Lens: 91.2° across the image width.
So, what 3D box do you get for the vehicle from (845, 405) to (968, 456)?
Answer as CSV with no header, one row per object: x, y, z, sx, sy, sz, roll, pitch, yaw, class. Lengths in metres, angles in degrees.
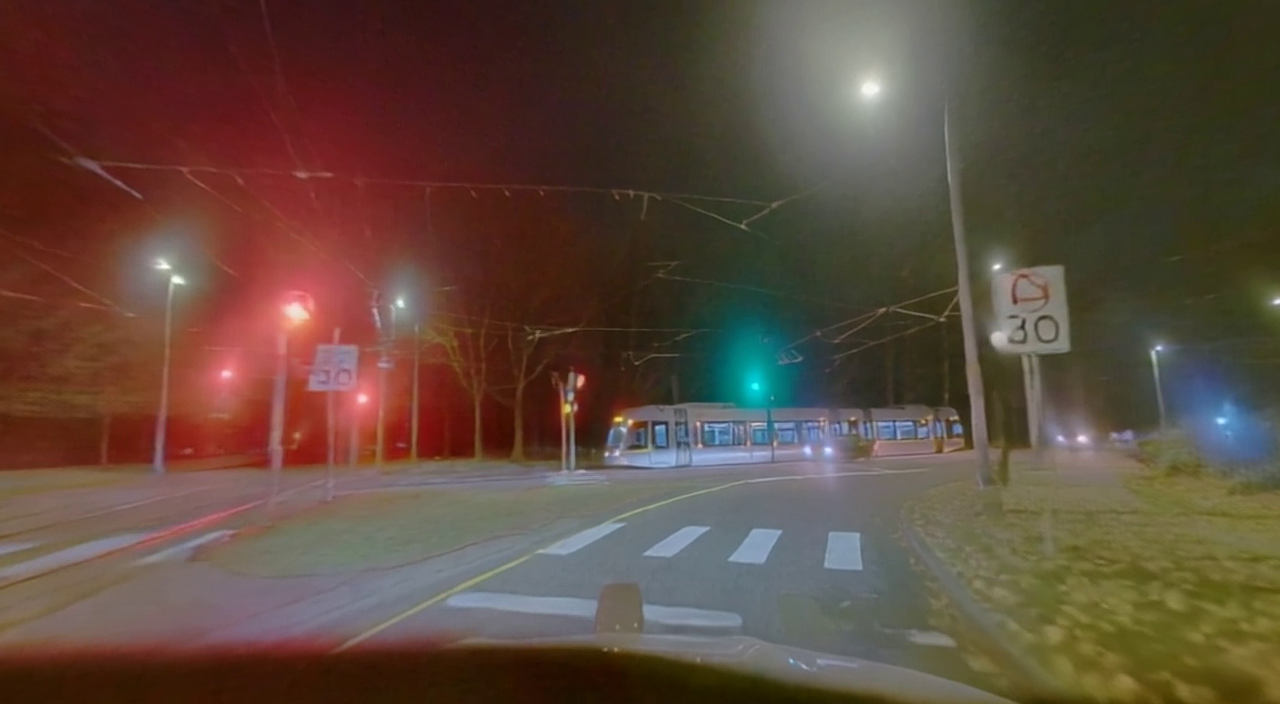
20.860,6.045,48.804,10.068,3.618,2.878,2,-9,-28,vehicle

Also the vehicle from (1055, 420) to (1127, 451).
31.332,5.818,43.533,4.386,2.070,2.092,4,-10,-26,vehicle

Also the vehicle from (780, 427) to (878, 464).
9.767,4.821,32.368,4.687,1.760,2.028,4,-10,-27,vehicle

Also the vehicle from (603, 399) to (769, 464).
3.013,5.129,39.959,10.391,3.725,2.904,4,-10,-24,vehicle
